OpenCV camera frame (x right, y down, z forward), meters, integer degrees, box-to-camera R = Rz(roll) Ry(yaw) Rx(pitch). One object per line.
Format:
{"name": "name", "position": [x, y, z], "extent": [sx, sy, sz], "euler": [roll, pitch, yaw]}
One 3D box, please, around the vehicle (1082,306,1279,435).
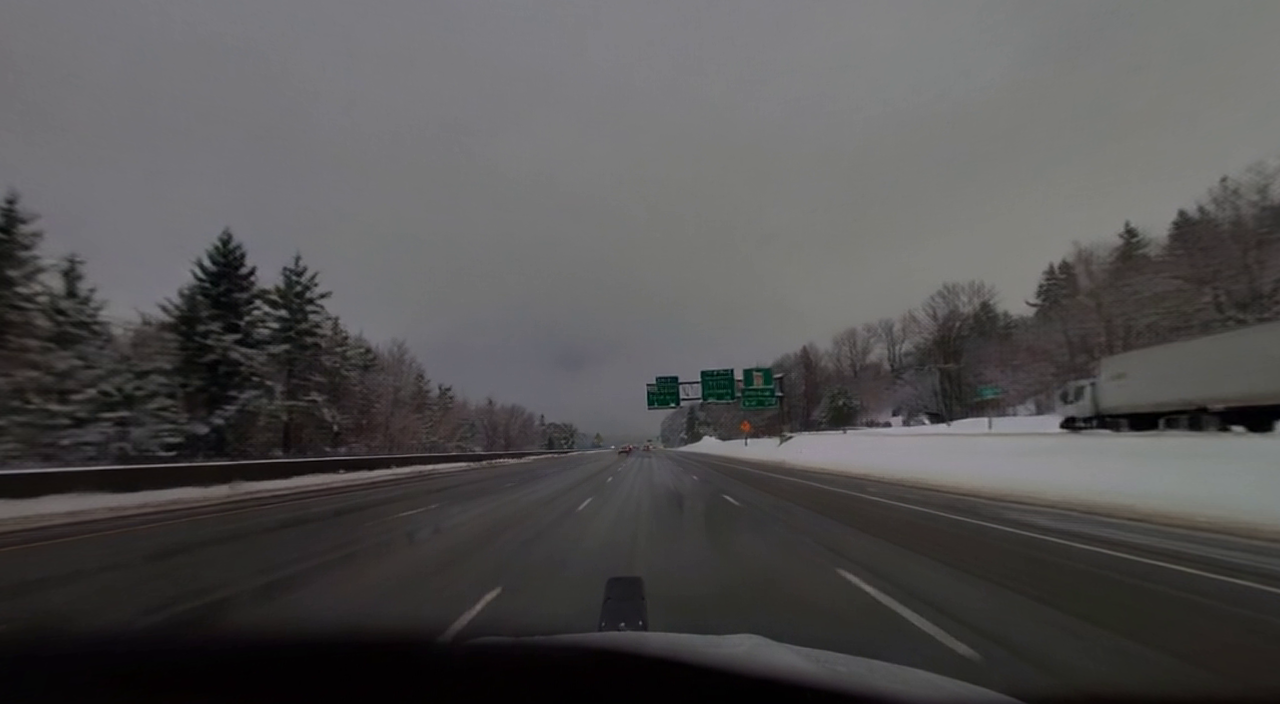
{"name": "vehicle", "position": [23.400, 0.718, 22.657], "extent": [2.978, 4.245, 16.936], "euler": [0, -8, 0]}
